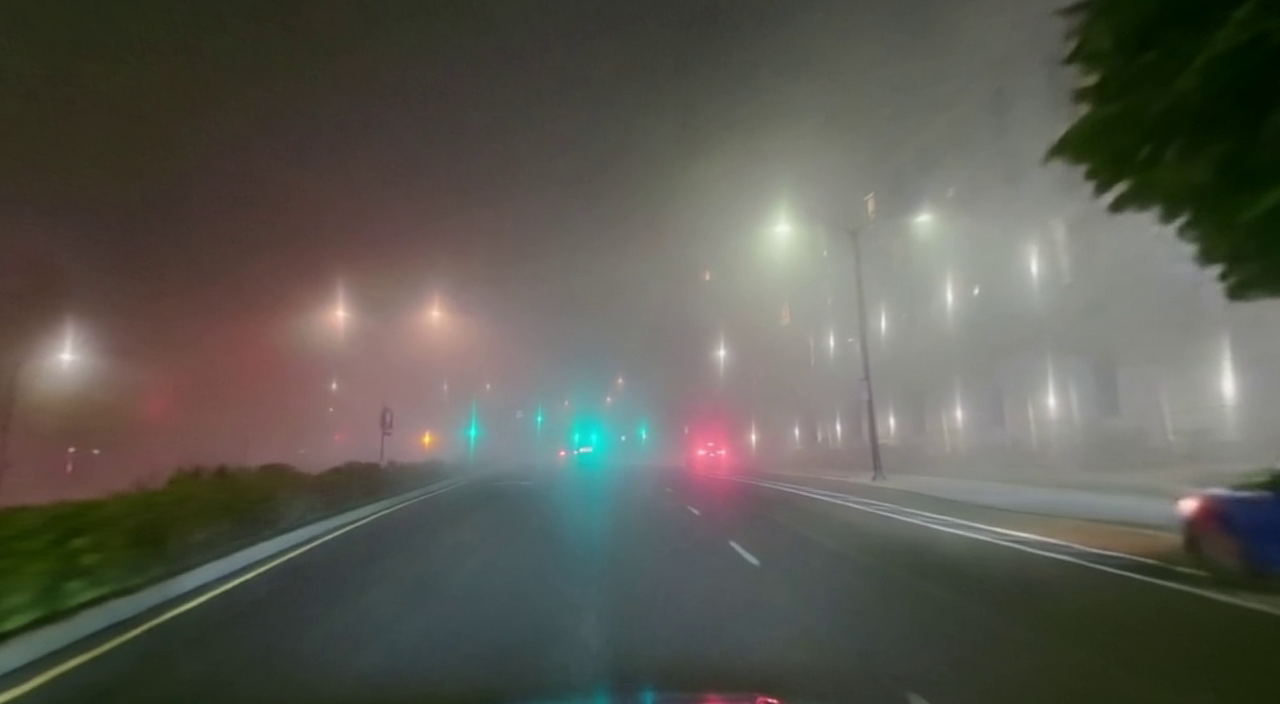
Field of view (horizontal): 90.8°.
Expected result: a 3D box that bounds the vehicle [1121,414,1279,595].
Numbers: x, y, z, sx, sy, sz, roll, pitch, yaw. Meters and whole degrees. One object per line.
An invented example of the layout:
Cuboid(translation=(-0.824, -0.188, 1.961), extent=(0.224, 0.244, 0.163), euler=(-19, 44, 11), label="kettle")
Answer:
Cuboid(translation=(6.311, 1.128, 4.288), extent=(1.984, 1.479, 5.102), euler=(0, -8, -2), label="vehicle")

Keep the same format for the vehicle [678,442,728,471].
Cuboid(translation=(3.754, 6.330, 38.620), extent=(2.042, 1.635, 4.858), euler=(1, -8, -7), label="vehicle")
